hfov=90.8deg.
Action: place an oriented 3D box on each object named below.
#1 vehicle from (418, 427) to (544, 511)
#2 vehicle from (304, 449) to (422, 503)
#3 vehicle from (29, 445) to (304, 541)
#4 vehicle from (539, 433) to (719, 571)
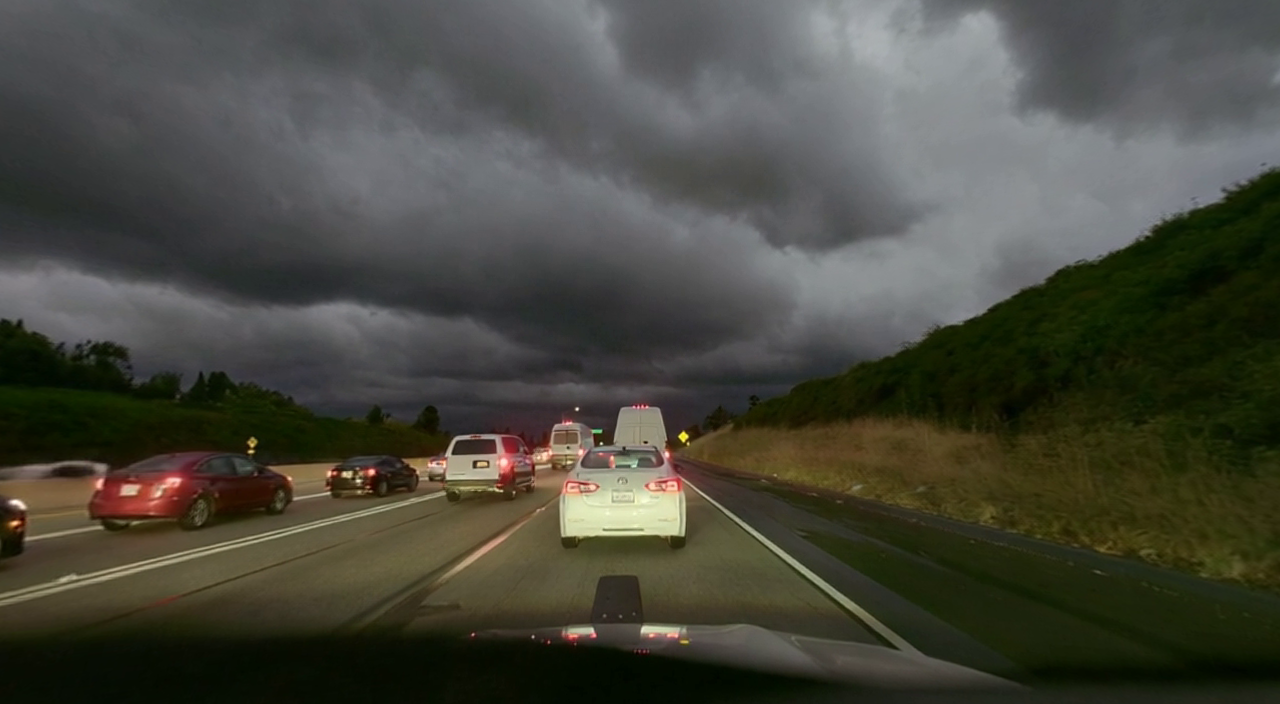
[{"bbox_3d":[-4.071,3.095,17.088,2.055,1.913,4.584,-1,-9,2],"label":"vehicle"},{"bbox_3d":[-8.396,3.767,19.558,1.826,1.465,3.916,-1,-9,1],"label":"vehicle"},{"bbox_3d":[-8.711,2.585,12.260,1.884,1.484,4.389,-1,-9,1],"label":"vehicle"},{"bbox_3d":[-0.146,1.939,8.786,1.995,1.495,3.380,0,-9,-1],"label":"vehicle"}]
